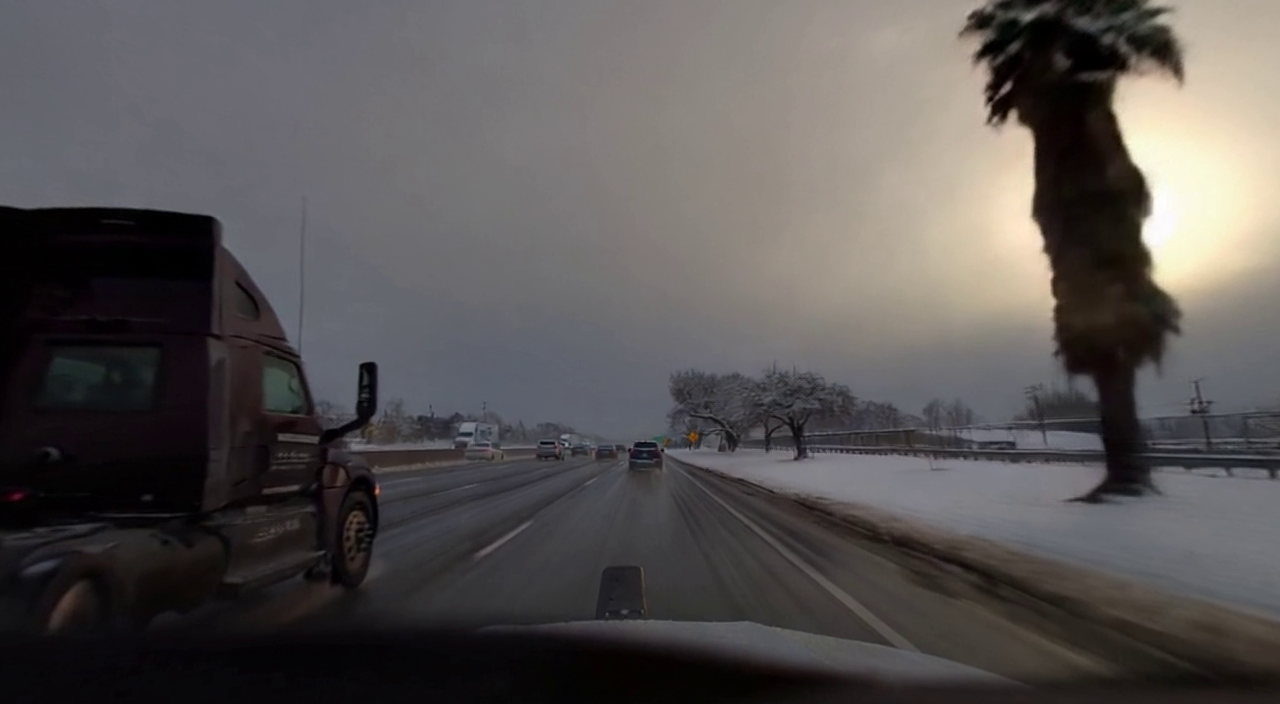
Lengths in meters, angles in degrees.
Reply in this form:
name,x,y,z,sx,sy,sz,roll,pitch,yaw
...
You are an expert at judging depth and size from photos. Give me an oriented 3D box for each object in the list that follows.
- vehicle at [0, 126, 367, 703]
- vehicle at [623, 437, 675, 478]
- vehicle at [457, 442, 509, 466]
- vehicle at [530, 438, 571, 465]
name,x,y,z,sx,sy,sz,roll,pitch,yaw
vehicle,-3.468,0.395,1.796,2.693,2.348,5.694,0,-8,1
vehicle,0.407,4.638,28.007,2.136,1.678,4.052,0,-8,1
vehicle,-10.162,6.616,41.165,1.910,1.501,5.004,0,-8,2
vehicle,-6.259,7.038,44.719,2.105,1.790,4.689,0,-8,2
